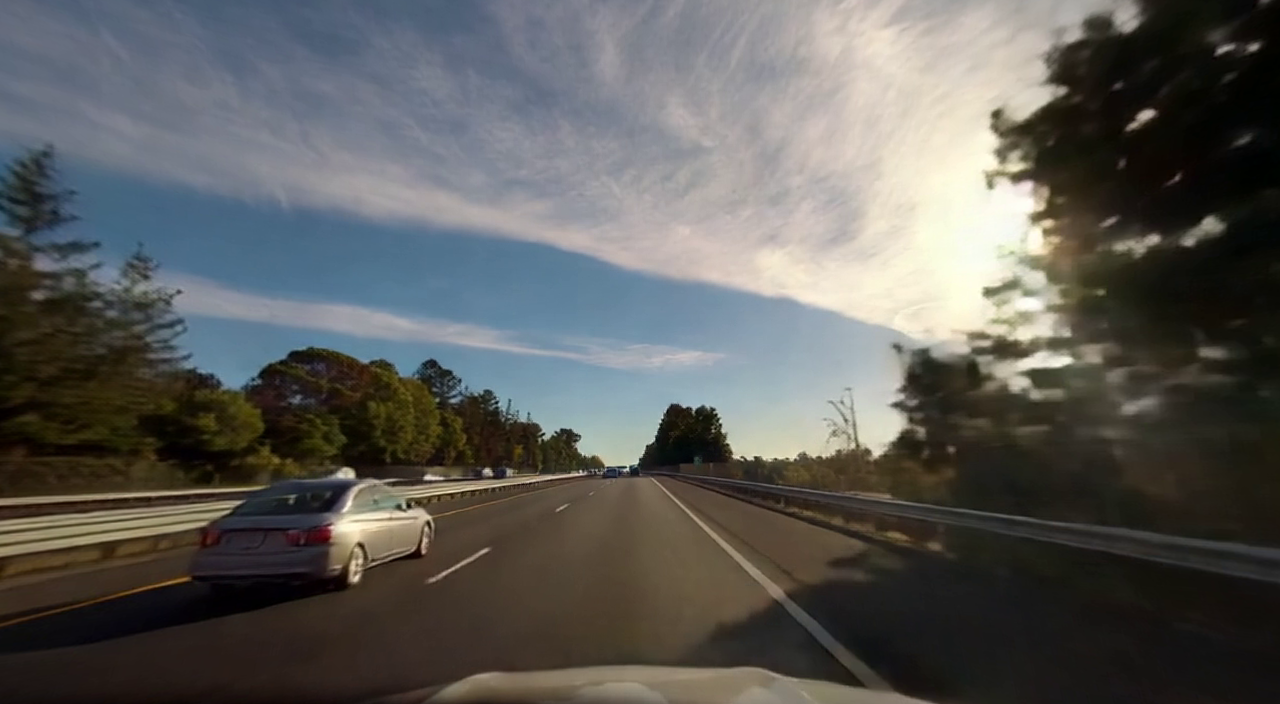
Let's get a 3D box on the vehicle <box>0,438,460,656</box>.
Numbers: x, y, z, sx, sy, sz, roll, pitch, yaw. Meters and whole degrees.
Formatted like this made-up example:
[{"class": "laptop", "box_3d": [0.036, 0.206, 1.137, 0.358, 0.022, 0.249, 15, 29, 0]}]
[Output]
[{"class": "vehicle", "box_3d": [-3.813, 1.801, 6.895, 2.146, 1.441, 5.020, 1, -10, 1]}]
